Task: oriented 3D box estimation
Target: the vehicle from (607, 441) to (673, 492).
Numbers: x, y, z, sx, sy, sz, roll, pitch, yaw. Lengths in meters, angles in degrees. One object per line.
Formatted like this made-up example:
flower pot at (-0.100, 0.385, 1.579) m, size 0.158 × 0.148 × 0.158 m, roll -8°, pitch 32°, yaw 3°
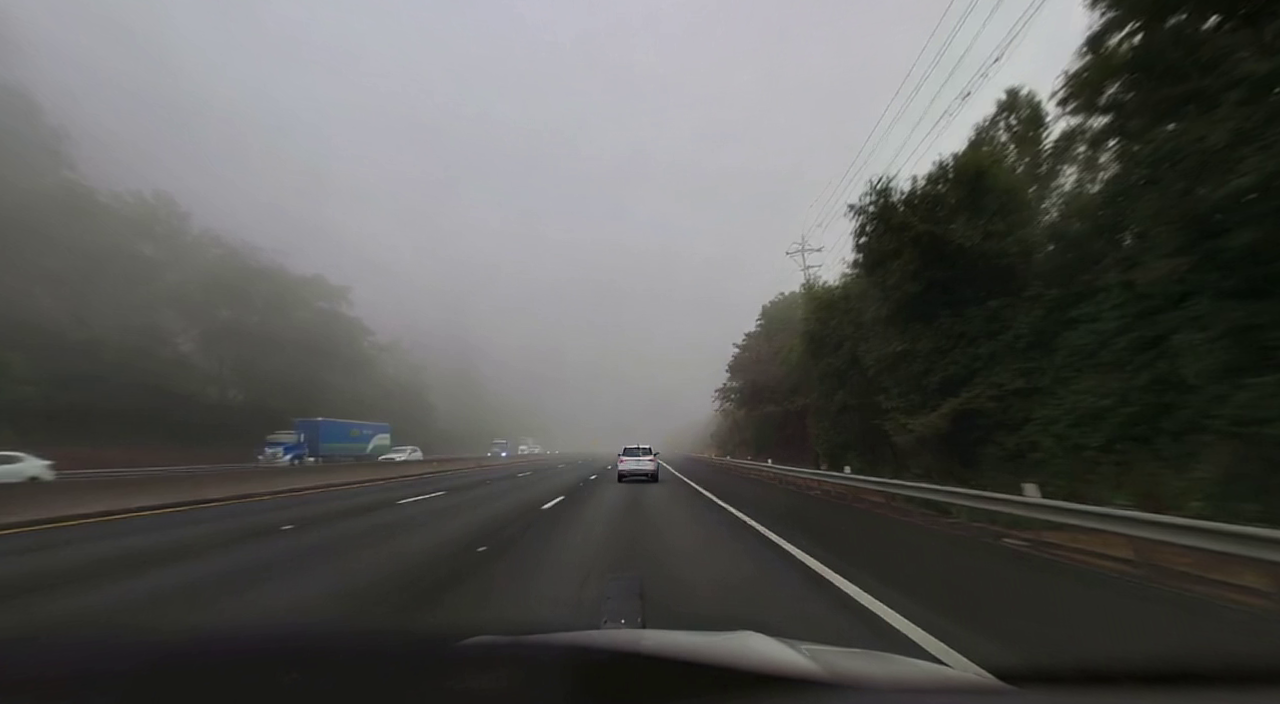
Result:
vehicle at (-0.026, 3.744, 20.924) m, size 1.966 × 1.499 × 4.298 m, roll 0°, pitch -9°, yaw -1°

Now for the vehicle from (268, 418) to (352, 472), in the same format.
vehicle at (-24.877, 7.049, 47.867) m, size 2.921 × 3.795 × 5.976 m, roll 0°, pitch -9°, yaw 0°
